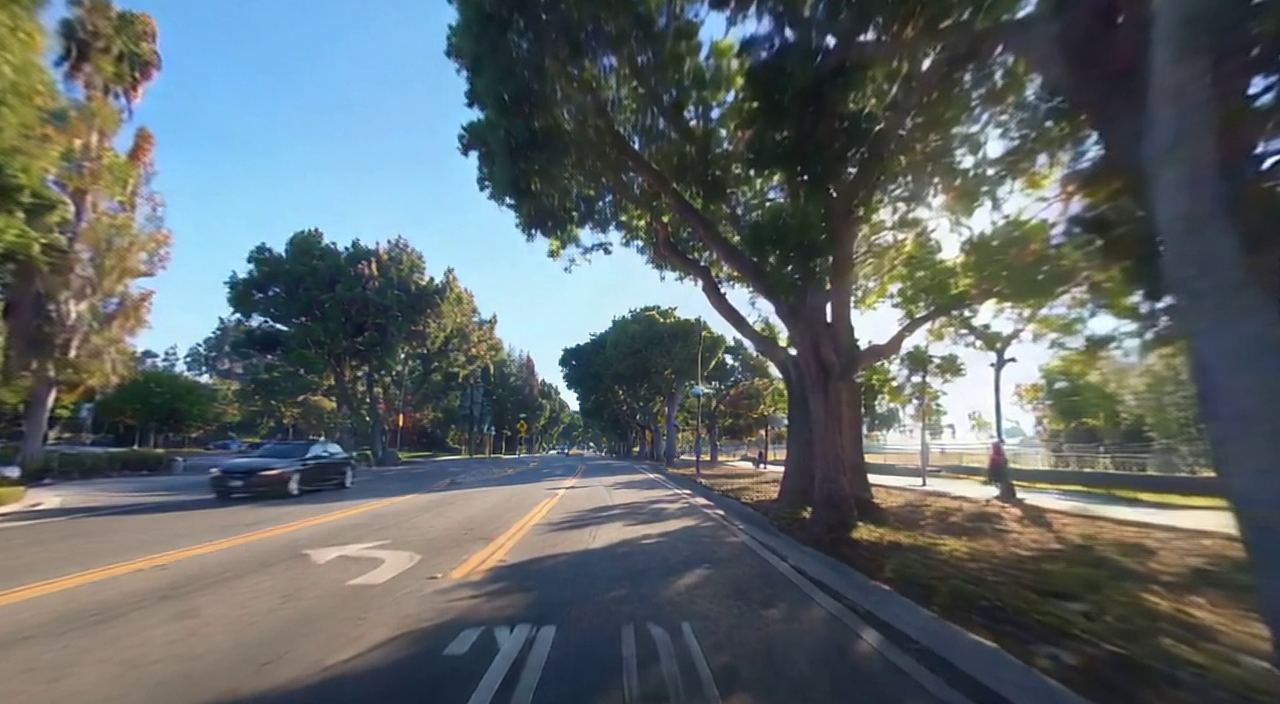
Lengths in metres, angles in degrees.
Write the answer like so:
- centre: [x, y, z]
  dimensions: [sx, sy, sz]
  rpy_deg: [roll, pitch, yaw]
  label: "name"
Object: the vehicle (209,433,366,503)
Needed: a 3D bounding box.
- centre: [-9.021, 2.979, 16.649]
  dimensions: [2.008, 1.565, 4.182]
  rpy_deg: [0, -9, -5]
  label: "vehicle"
